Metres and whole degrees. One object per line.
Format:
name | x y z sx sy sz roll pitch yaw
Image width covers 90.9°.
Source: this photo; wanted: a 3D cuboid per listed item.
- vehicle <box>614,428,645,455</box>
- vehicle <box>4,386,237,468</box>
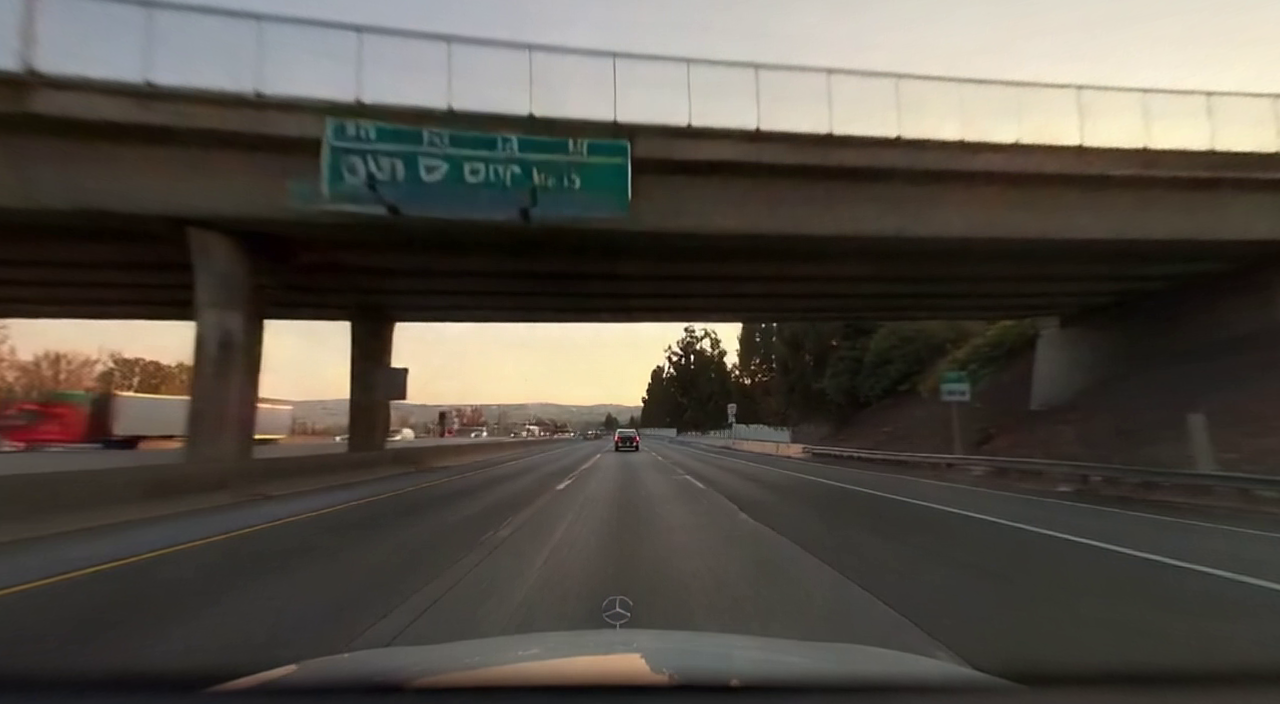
vehicle | -0.824 6.859 48.324 2.277 1.913 4.510 0 -8 -1
vehicle | -24.358 3.726 30.626 2.906 3.332 9.656 0 -8 1
